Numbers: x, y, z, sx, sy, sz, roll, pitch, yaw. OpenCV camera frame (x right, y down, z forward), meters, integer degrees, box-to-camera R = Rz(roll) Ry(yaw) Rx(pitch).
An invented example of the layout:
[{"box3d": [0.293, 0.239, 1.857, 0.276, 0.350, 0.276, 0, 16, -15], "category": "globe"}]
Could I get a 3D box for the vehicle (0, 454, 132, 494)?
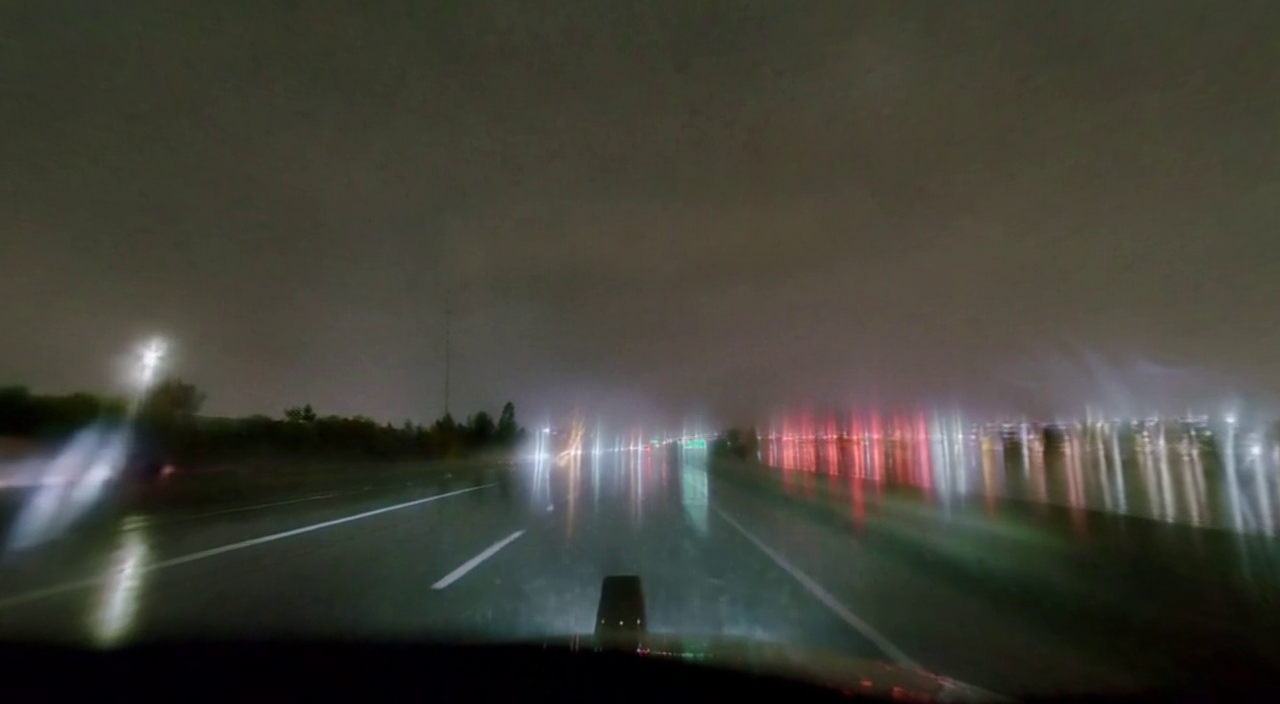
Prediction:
[{"box3d": [-24.637, 5.193, 27.164, 1.837, 1.556, 4.241, 0, -9, 0], "category": "vehicle"}]
